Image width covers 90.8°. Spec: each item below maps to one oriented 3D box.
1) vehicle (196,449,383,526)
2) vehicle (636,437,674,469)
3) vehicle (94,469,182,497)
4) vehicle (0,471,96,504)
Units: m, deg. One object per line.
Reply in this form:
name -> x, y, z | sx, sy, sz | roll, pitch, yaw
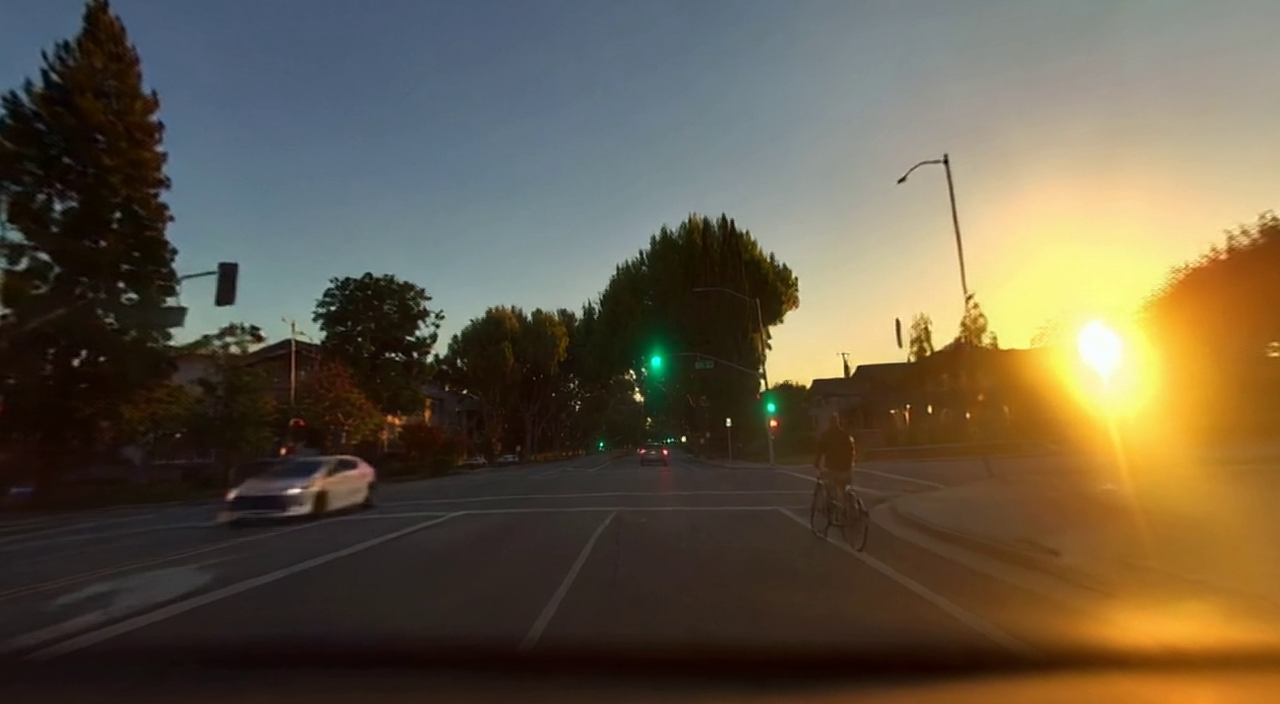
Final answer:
vehicle -> -8.448, 3.261, 15.813 | 2.036, 1.593, 4.367 | -1, -8, 2
vehicle -> 0.967, 6.186, 38.775 | 2.215, 1.799, 4.426 | -1, -8, 2
vehicle -> -31.740, 8.292, 40.106 | 1.816, 1.475, 4.497 | 0, -8, 1
vehicle -> -38.384, 8.686, 40.807 | 1.881, 1.743, 4.662 | -1, -8, 8
